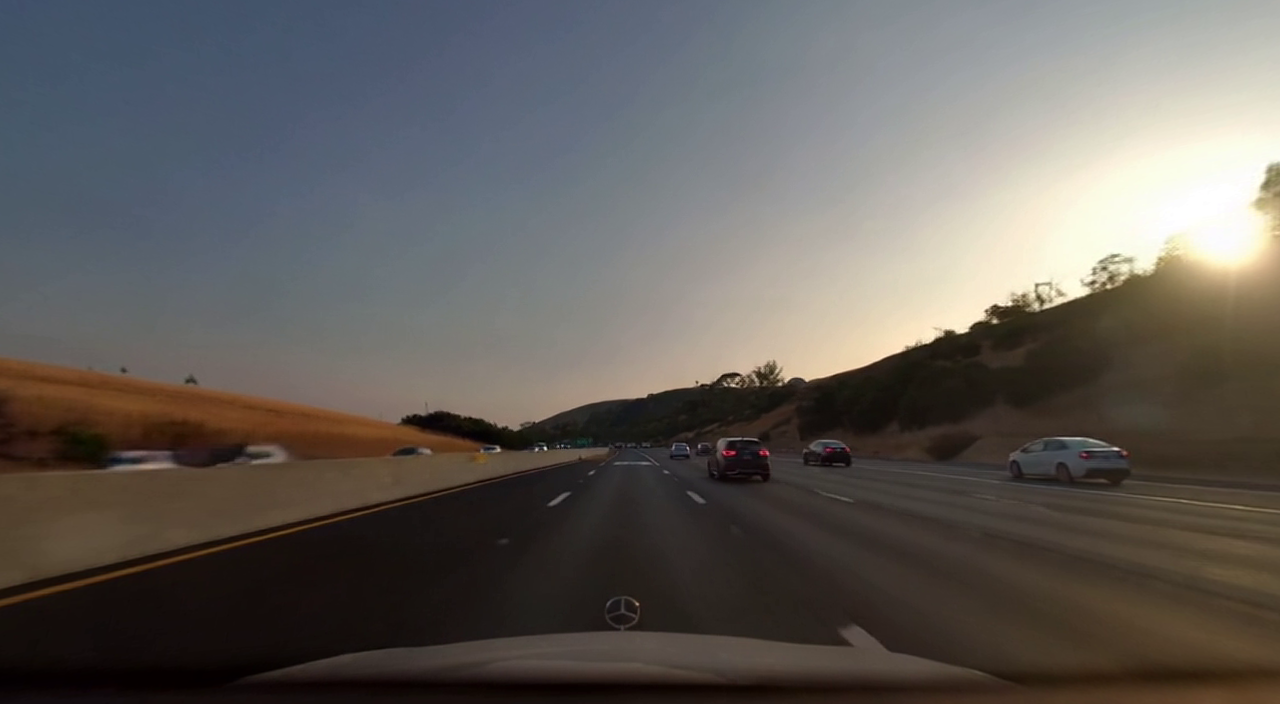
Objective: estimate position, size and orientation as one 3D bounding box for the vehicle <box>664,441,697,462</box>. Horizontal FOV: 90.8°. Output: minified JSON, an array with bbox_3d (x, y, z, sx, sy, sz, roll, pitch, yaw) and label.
[{"bbox_3d":[2.999,7.437,47.496,2.038,1.477,4.313,0,-8,-2],"label":"vehicle"}]

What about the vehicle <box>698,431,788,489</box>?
[{"bbox_3d":[3.122,3.385,20.161,1.977,1.601,4.598,0,-8,-2],"label":"vehicle"}]

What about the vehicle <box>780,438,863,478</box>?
[{"bbox_3d":[7.066,4.179,25.127,1.952,1.442,4.259,0,-8,-1],"label":"vehicle"}]

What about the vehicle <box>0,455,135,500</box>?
[{"bbox_3d":[-22.113,4.796,24.467,2.023,1.514,3.744,0,-8,-1],"label":"vehicle"}]

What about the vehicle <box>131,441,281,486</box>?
[{"bbox_3d":[-14.384,3.671,21.299,1.962,1.309,4.240,1,-8,2],"label":"vehicle"}]

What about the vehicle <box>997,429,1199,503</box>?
[{"bbox_3d":[10.965,2.737,15.594,1.844,1.560,4.085,0,-8,-1],"label":"vehicle"}]
